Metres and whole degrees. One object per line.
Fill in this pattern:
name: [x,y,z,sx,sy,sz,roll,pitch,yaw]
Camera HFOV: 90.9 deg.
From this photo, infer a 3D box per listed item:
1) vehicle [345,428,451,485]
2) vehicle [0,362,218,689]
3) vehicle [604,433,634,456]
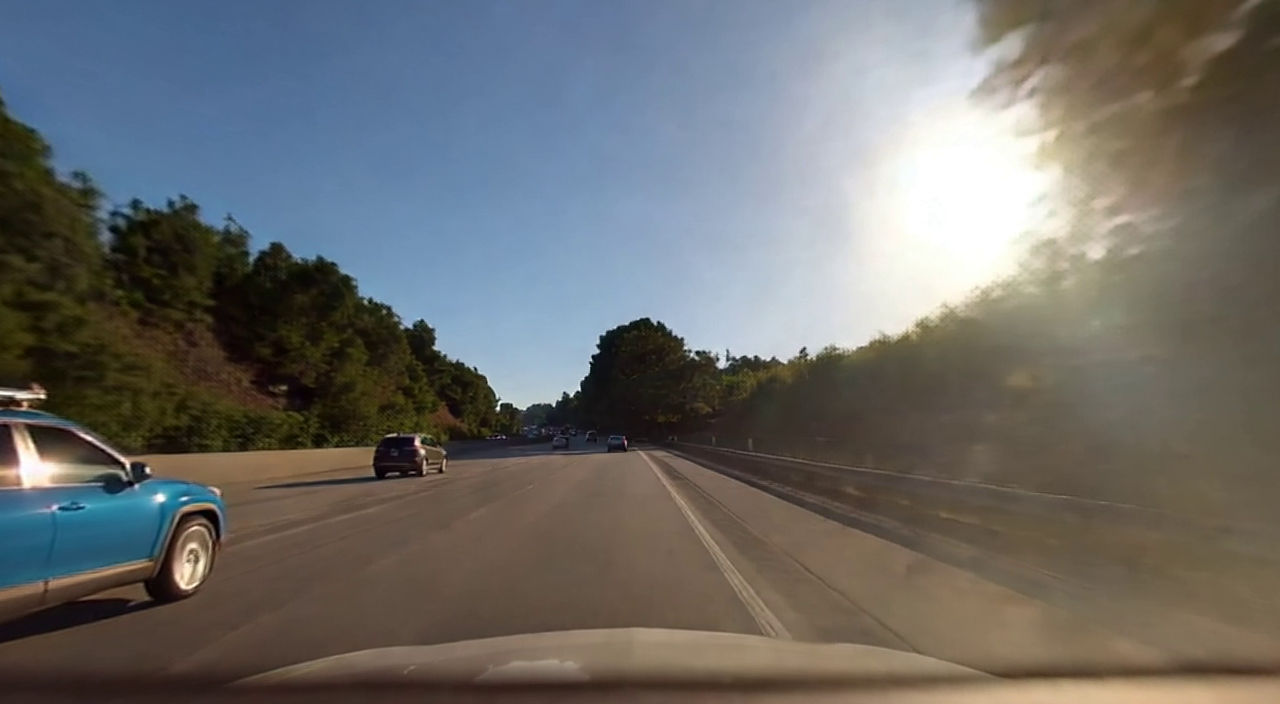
vehicle: [-8.168,3.522,21.776,1.964,1.745,4.338,0,-7,0]
vehicle: [-4.475,0.854,2.768,2.069,1.748,4.652,0,-7,-1]
vehicle: [-1.556,6.873,47.151,2.178,1.658,3.916,0,-7,-1]
